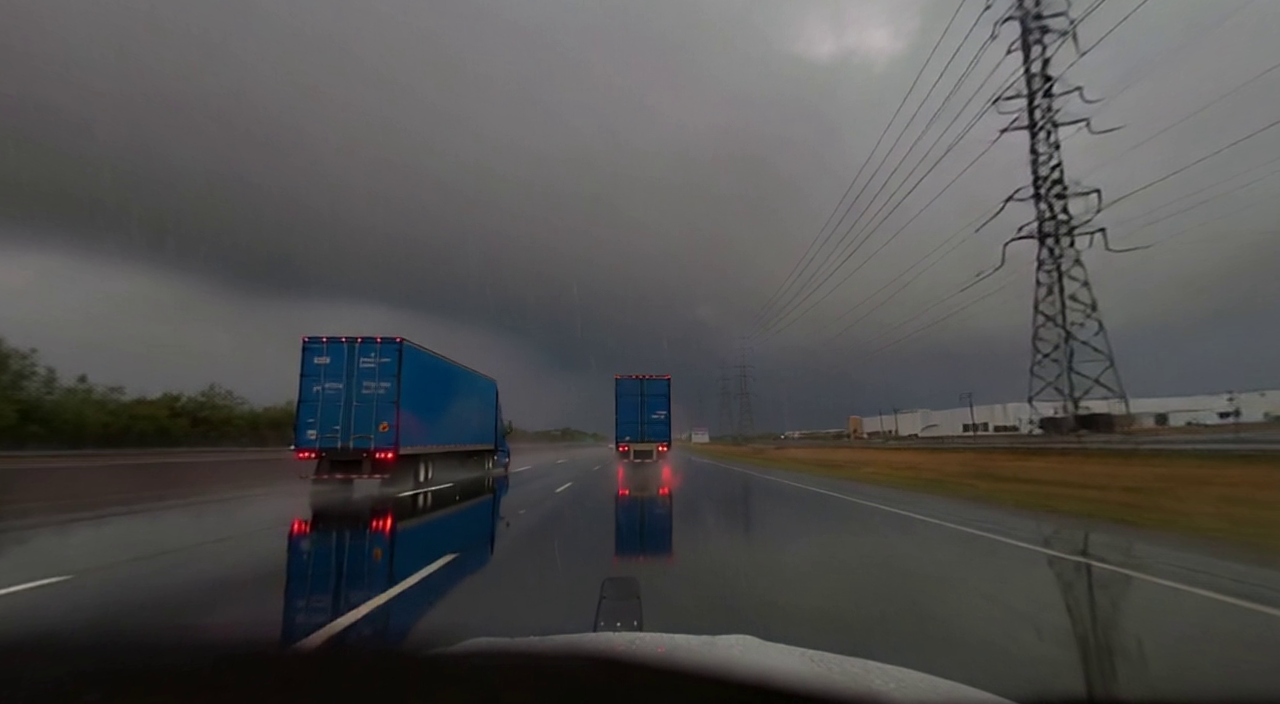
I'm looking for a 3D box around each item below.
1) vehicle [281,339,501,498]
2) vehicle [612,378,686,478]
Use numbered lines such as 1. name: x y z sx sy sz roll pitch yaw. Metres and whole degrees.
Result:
1. vehicle: -7.495 2.455 21.567 2.937 3.981 11.119 -1 -8 0
2. vehicle: 0.301 3.703 29.794 2.858 3.847 10.034 0 -8 -1
